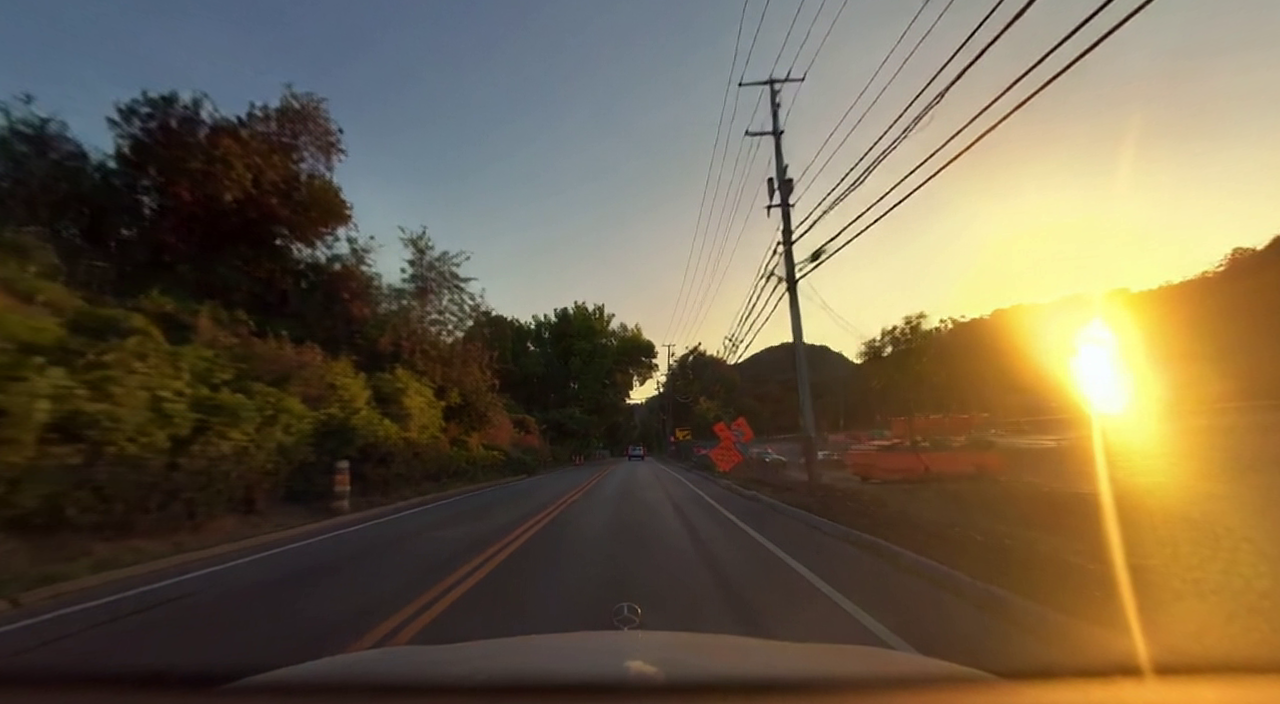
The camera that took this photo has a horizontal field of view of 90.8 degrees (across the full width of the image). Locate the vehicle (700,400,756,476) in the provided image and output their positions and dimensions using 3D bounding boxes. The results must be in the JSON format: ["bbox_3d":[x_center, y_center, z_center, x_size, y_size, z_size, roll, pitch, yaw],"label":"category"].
[{"bbox_3d":[3.986,3.932,28.989,2.374,3.357,1.724,0,-9,4],"label":"vehicle"}]
